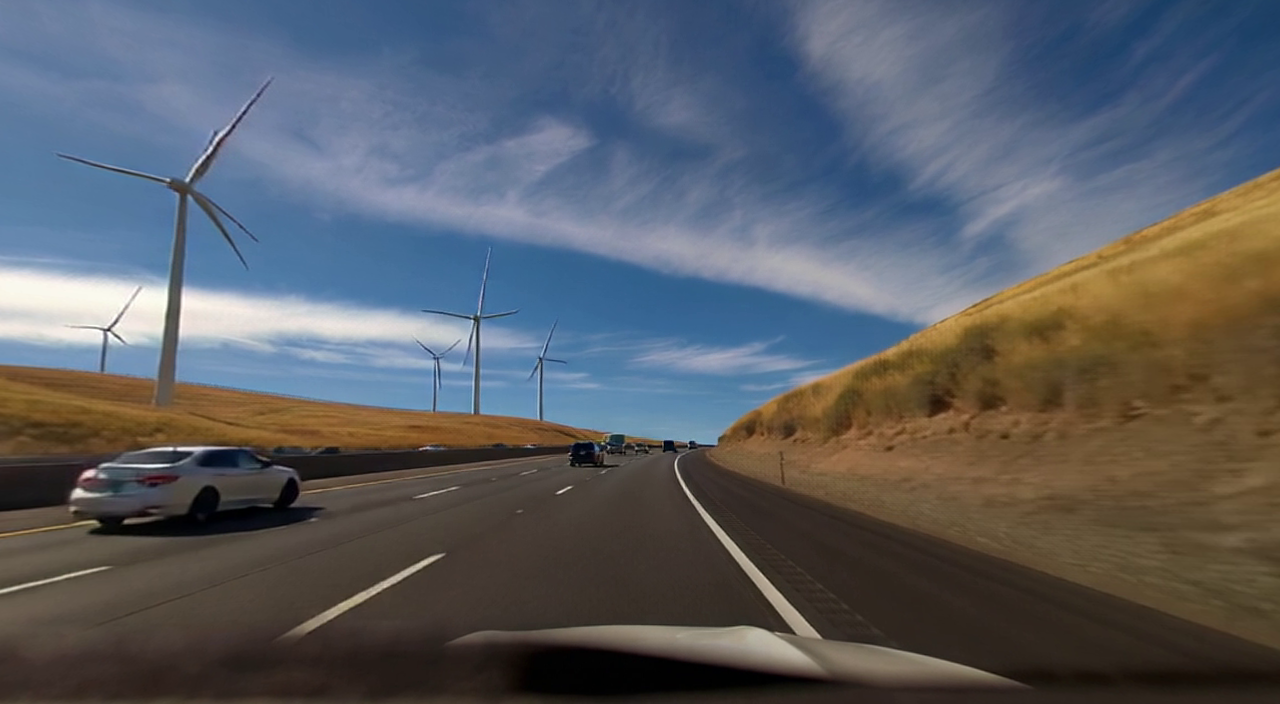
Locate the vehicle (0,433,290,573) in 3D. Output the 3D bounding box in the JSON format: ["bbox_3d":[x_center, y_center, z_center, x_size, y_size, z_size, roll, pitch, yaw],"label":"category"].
[{"bbox_3d":[-7.681,2.052,9.477,2.015,1.537,4.728,0,-9,2],"label":"vehicle"}]

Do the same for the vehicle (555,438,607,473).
[{"bbox_3d":[-3.039,5.492,33.664,2.118,1.702,4.355,-1,-9,3],"label":"vehicle"}]
